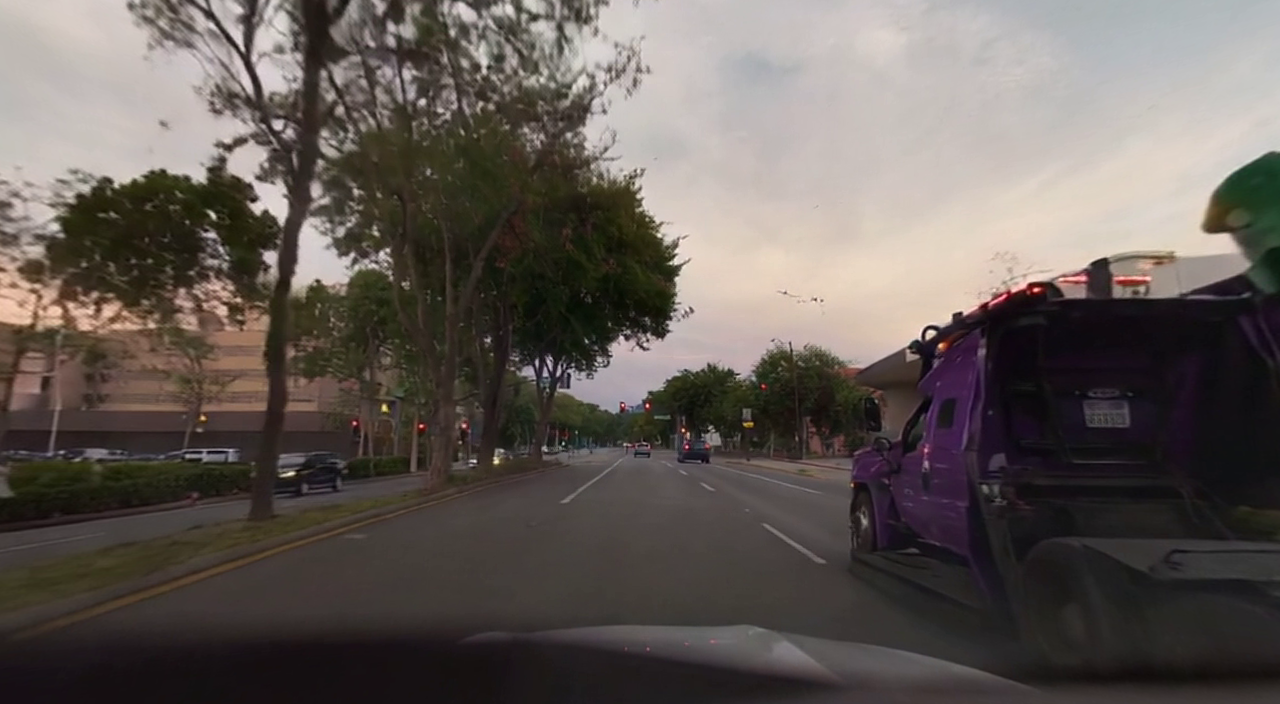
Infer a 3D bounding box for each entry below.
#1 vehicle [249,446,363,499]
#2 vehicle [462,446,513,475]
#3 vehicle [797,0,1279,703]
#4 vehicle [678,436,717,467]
[{"bbox_3d":[-13.687,4.914,26.260,2.140,1.961,4.641,0,-8,0],"label":"vehicle"},{"bbox_3d":[-10.004,7.140,41.784,2.152,1.748,4.577,0,-8,1],"label":"vehicle"},{"bbox_3d":[3.610,0.454,4.956,2.867,3.402,7.137,0,-8,0],"label":"vehicle"},{"bbox_3d":[3.771,6.617,42.142,2.099,1.936,4.575,0,-8,-1],"label":"vehicle"}]
